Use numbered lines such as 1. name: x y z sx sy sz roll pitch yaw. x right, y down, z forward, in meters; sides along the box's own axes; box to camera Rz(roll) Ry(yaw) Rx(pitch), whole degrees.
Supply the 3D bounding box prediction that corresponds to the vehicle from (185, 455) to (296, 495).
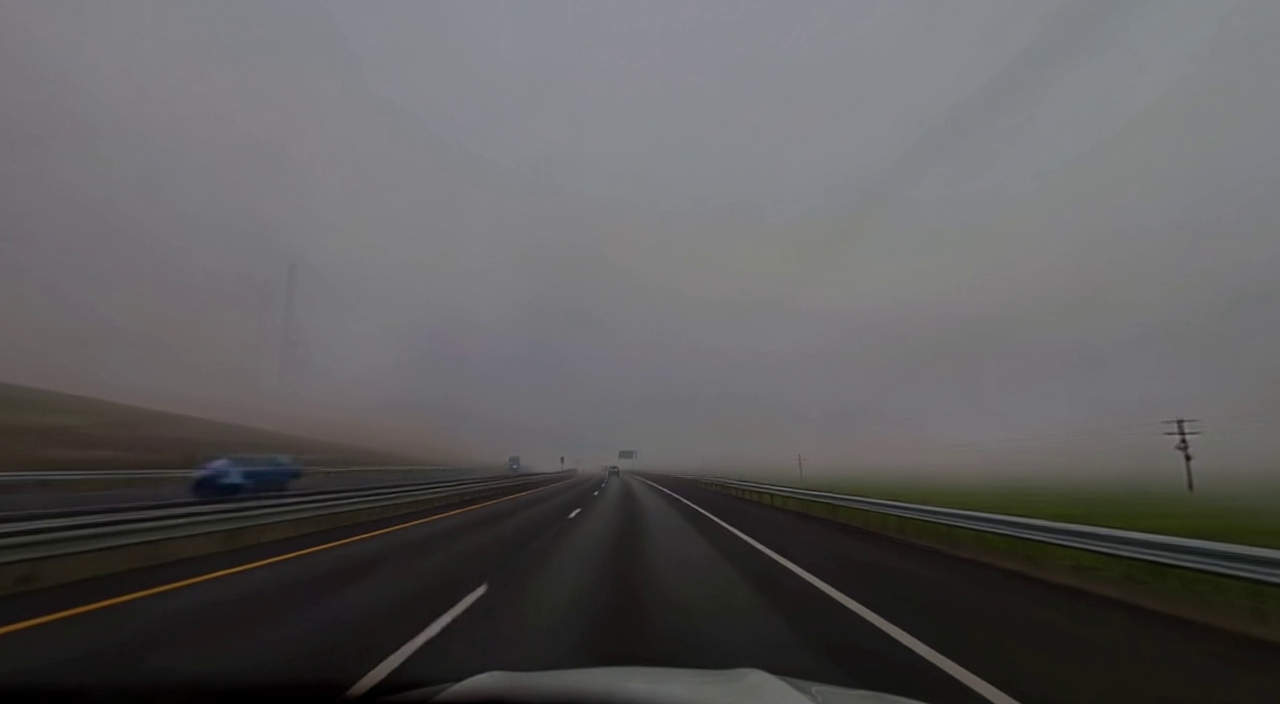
1. vehicle: -16.299 5.057 26.020 1.783 1.448 4.377 1 -11 -1
